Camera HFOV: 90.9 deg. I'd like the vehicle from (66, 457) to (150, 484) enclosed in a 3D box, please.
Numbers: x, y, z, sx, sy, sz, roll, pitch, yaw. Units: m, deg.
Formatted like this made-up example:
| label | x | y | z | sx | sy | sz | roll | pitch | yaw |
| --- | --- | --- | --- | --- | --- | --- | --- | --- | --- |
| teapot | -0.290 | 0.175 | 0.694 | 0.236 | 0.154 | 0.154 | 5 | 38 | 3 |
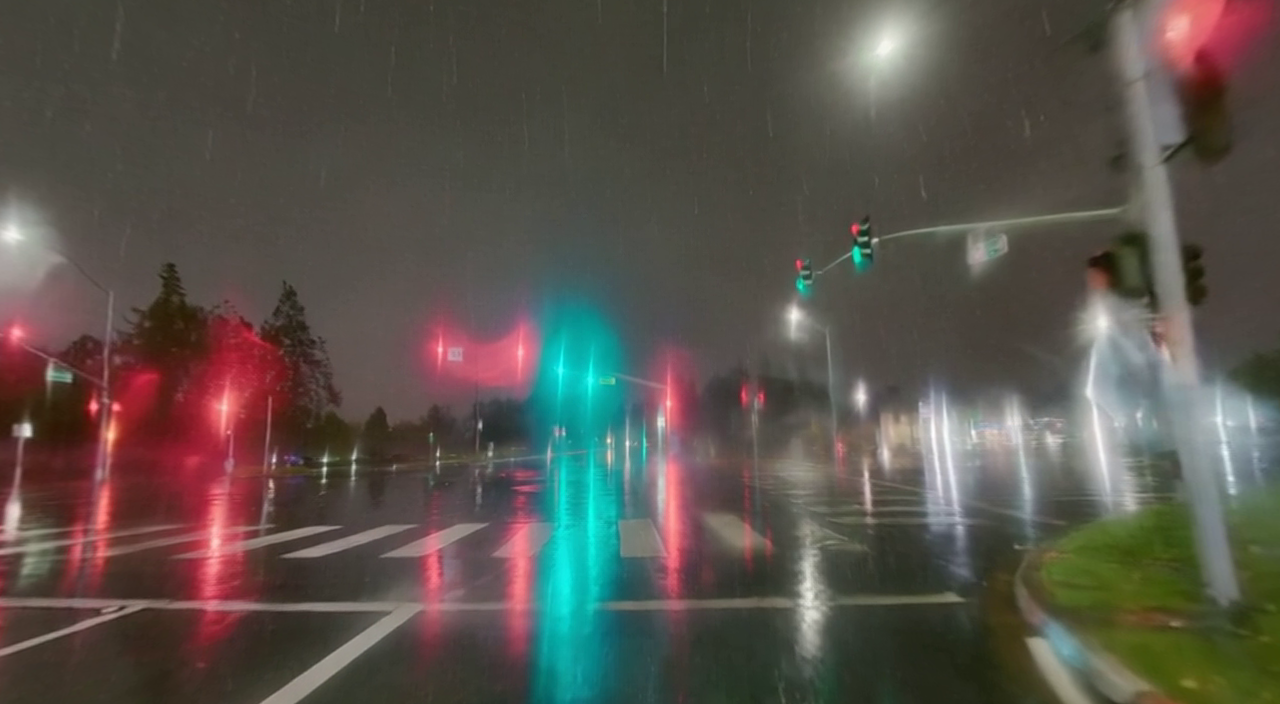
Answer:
| label | x | y | z | sx | sy | sz | roll | pitch | yaw |
| --- | --- | --- | --- | --- | --- | --- | --- | --- | --- |
| vehicle | -36.147 | 8.042 | 42.875 | 4.241 | 1.413 | 1.673 | -3 | -6 | -1 |
